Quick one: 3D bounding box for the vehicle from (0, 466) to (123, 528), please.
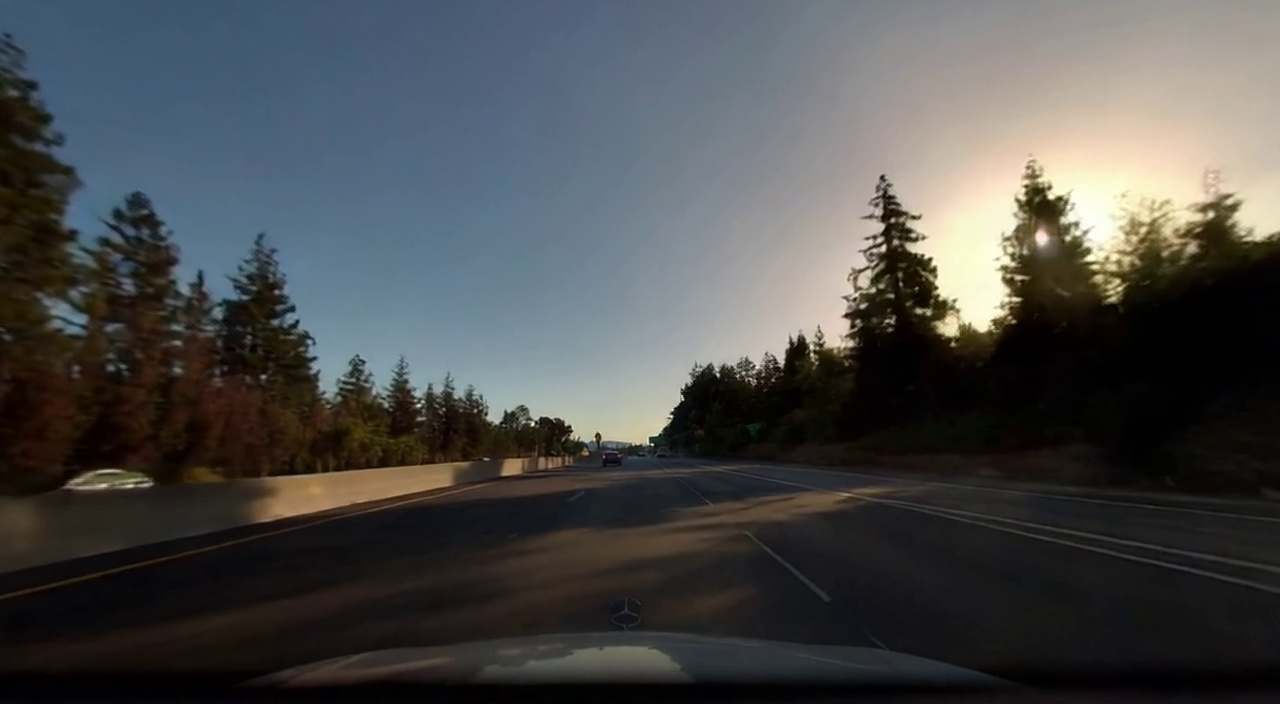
[{"bbox_3d":[-16.604,3.866,17.126,1.769,1.419,3.896,0,-9,0],"label":"vehicle"}]
